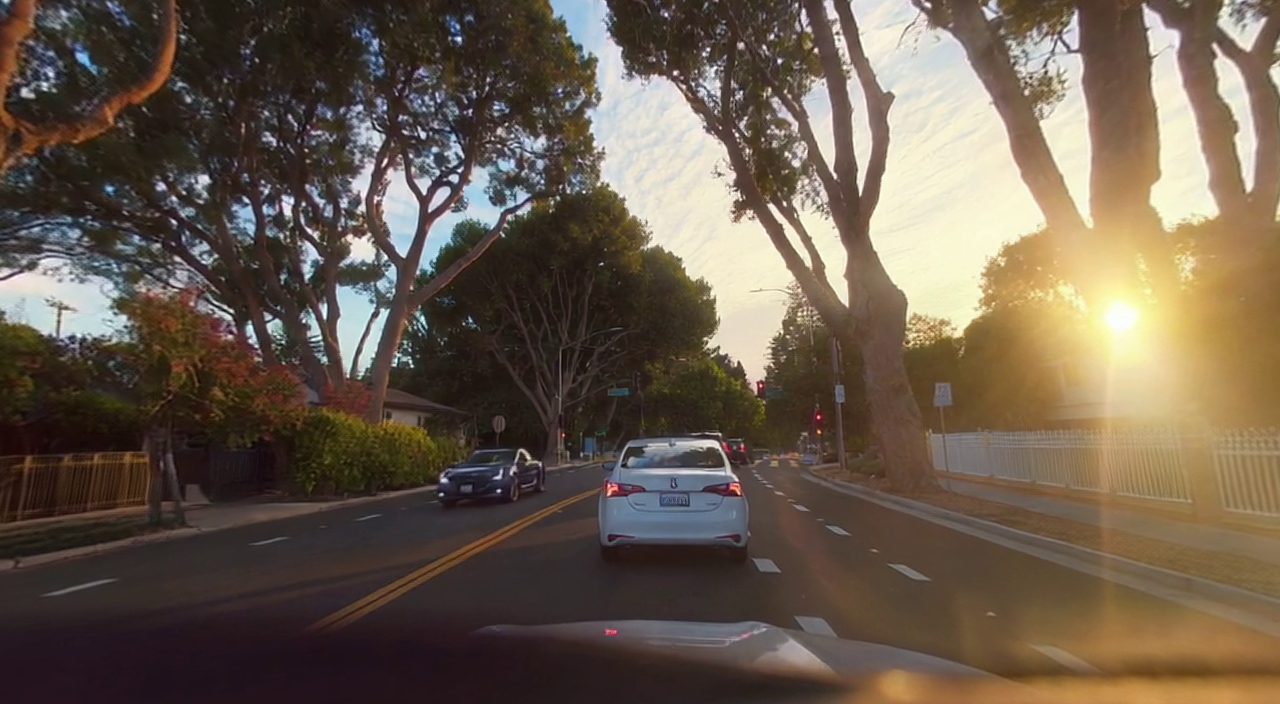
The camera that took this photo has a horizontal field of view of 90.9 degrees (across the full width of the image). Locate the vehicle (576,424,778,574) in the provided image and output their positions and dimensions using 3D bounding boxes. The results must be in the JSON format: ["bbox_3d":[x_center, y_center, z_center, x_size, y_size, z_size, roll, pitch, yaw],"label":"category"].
[{"bbox_3d":[0.427,1.802,8.528,2.070,1.516,3.936,0,-8,1],"label":"vehicle"}]

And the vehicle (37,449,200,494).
[{"bbox_3d":[-18.131,4.117,22.019,4.069,1.445,2.063,-1,-9,8],"label":"vehicle"}]

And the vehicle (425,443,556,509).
[{"bbox_3d":[-3.734,3.159,16.678,1.956,1.488,4.560,-1,-8,6],"label":"vehicle"}]
